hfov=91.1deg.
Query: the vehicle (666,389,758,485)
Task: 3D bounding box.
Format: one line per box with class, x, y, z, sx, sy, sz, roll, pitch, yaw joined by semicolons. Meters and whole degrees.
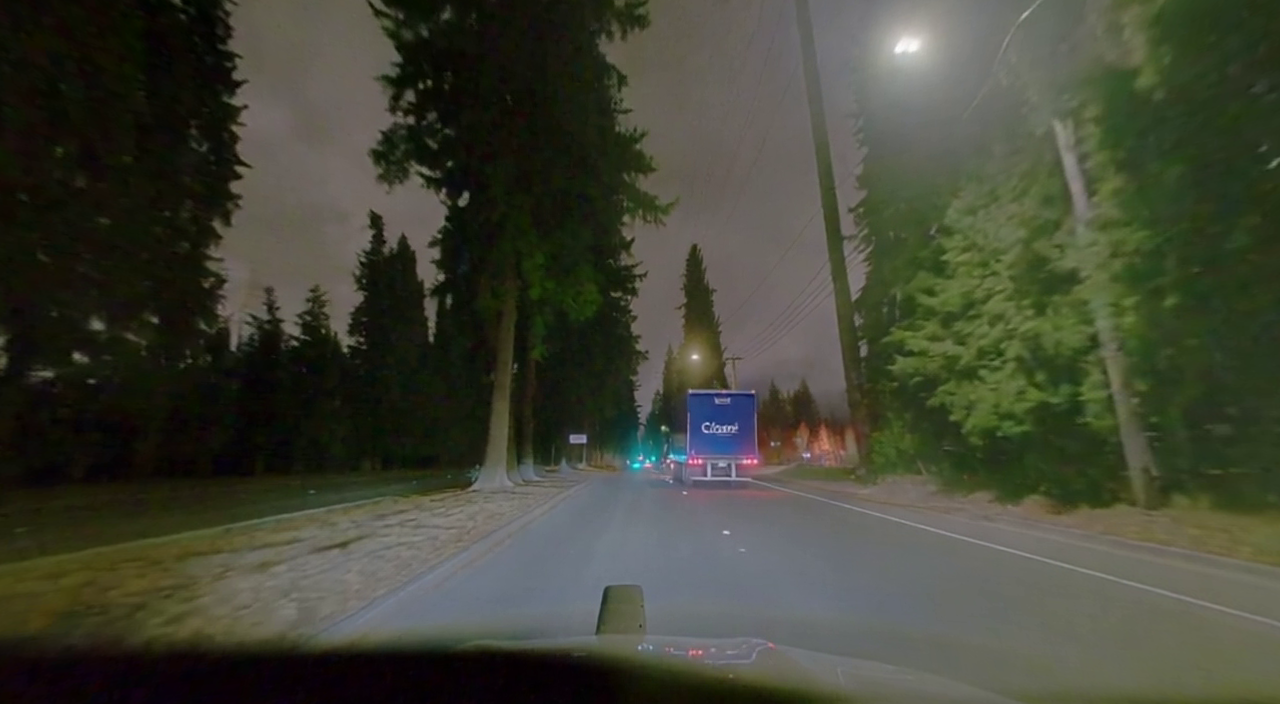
vehicle;3.055;4.097;29.853;2.973;3.848;9.336;0;-9;-2
